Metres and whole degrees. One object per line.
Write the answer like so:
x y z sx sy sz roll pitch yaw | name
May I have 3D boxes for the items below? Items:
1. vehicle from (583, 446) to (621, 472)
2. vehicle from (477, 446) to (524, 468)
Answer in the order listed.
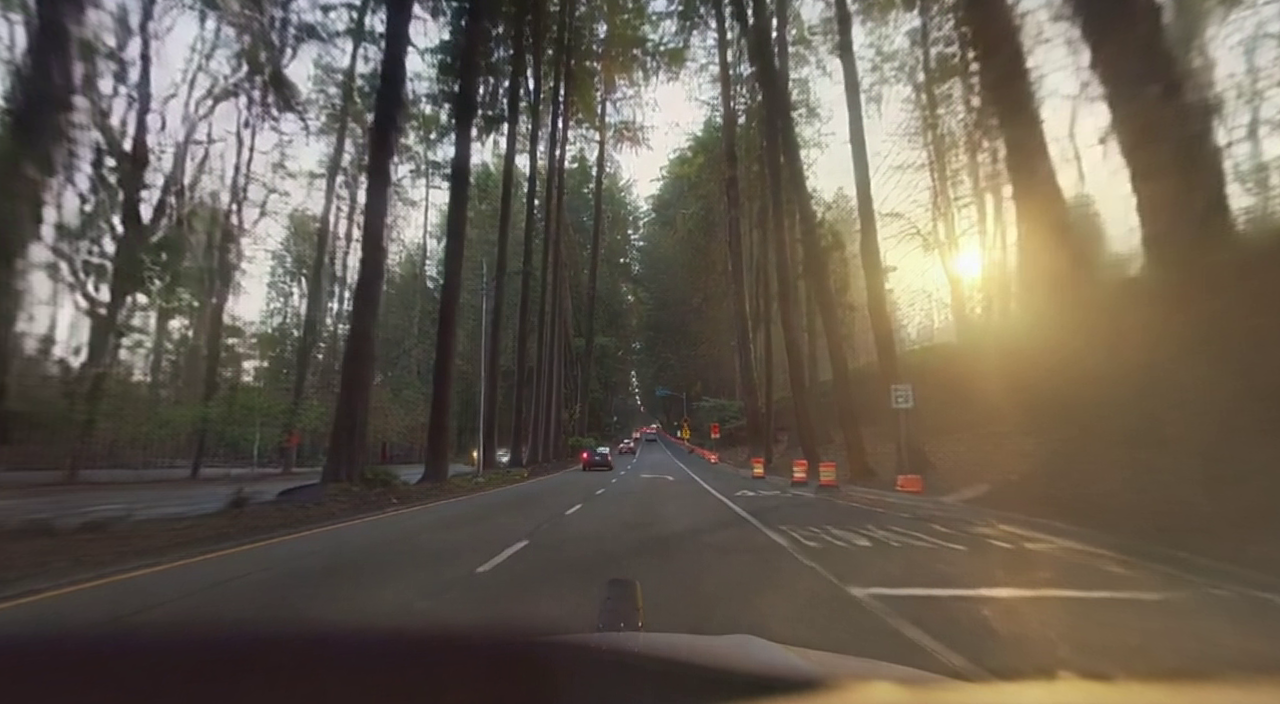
-2.307 6.650 39.293 2.029 1.511 3.922 0 -9 2 | vehicle
-9.653 7.275 43.716 1.953 1.471 4.670 -1 -9 4 | vehicle
